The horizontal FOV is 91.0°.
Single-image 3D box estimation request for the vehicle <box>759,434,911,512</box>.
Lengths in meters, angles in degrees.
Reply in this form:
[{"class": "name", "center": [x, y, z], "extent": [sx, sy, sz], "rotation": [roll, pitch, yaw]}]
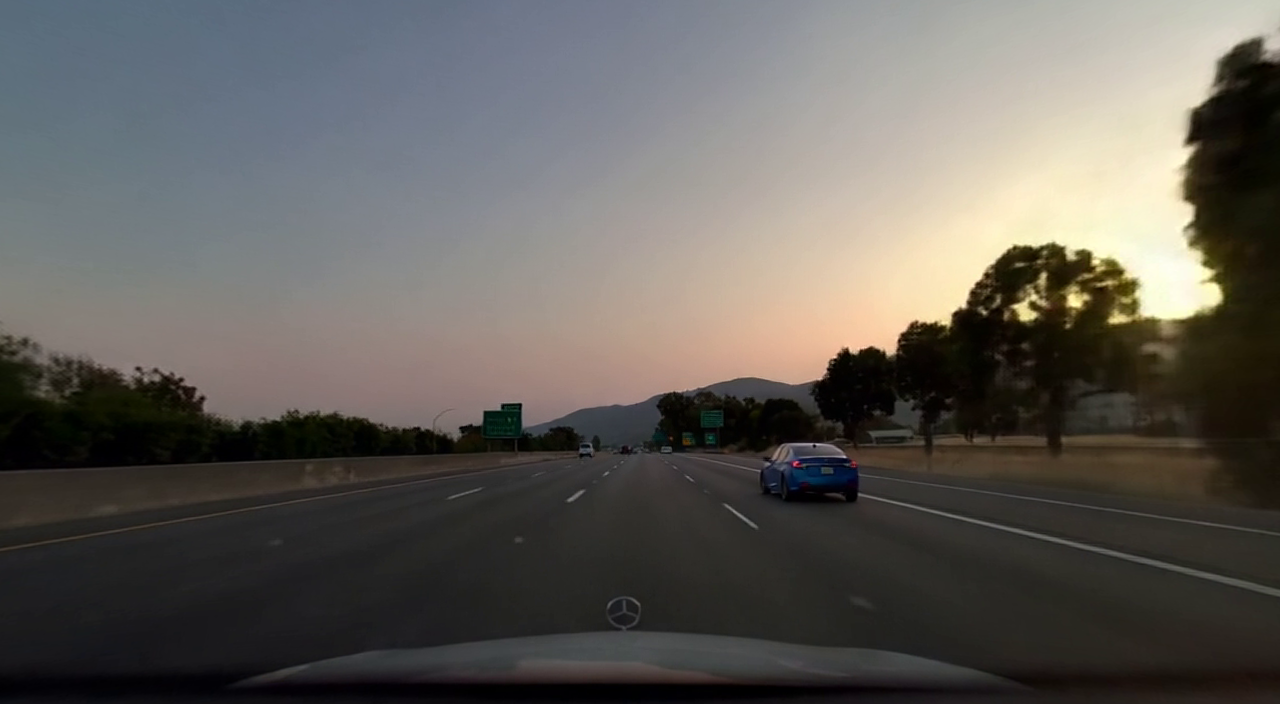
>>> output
[{"class": "vehicle", "center": [4.243, 2.704, 14.574], "extent": [2.033, 1.501, 4.398], "rotation": [0, -9, -1]}]
